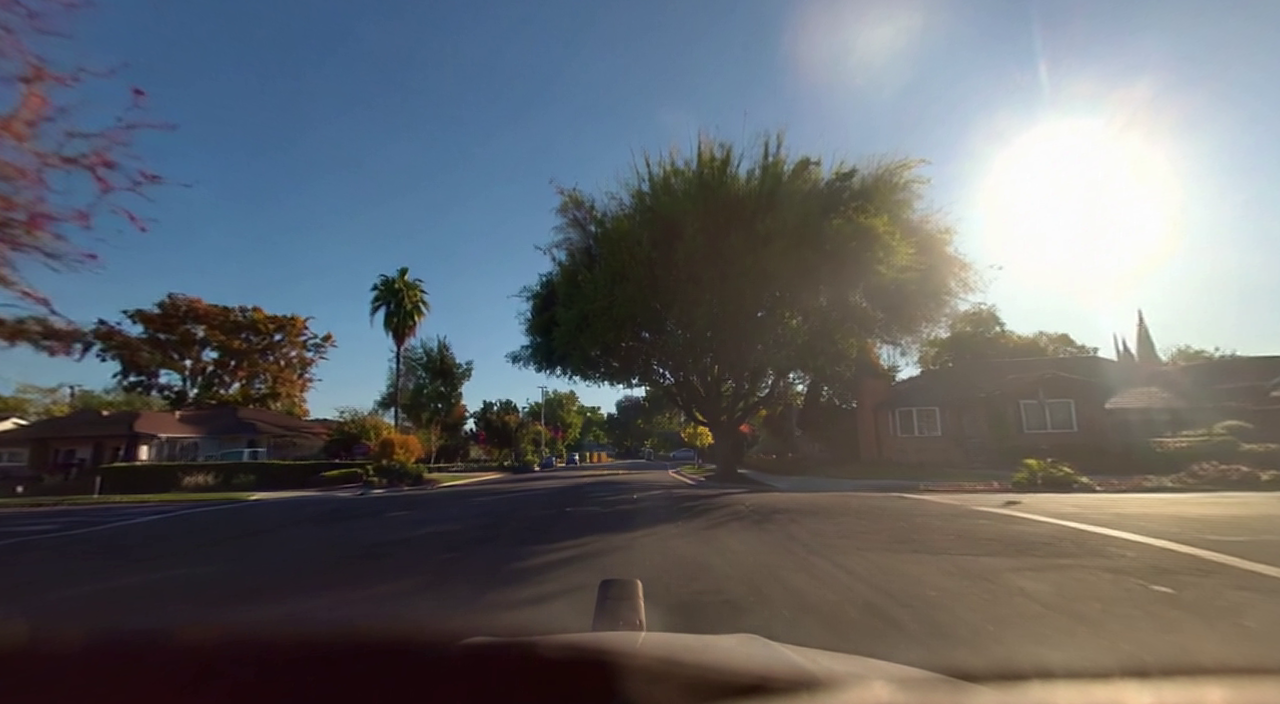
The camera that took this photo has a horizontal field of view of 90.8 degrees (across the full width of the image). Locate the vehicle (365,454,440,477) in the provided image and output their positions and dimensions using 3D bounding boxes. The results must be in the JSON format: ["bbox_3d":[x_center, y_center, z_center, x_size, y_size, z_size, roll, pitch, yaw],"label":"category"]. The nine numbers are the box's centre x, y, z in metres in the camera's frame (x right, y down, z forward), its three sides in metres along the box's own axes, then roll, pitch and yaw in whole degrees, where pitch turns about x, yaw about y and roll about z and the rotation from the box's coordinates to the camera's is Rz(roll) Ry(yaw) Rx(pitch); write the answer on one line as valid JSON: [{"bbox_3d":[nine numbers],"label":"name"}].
[{"bbox_3d":[-16.276,7.763,43.410,4.358,1.516,2.077,1,-9,-4],"label":"vehicle"}]
